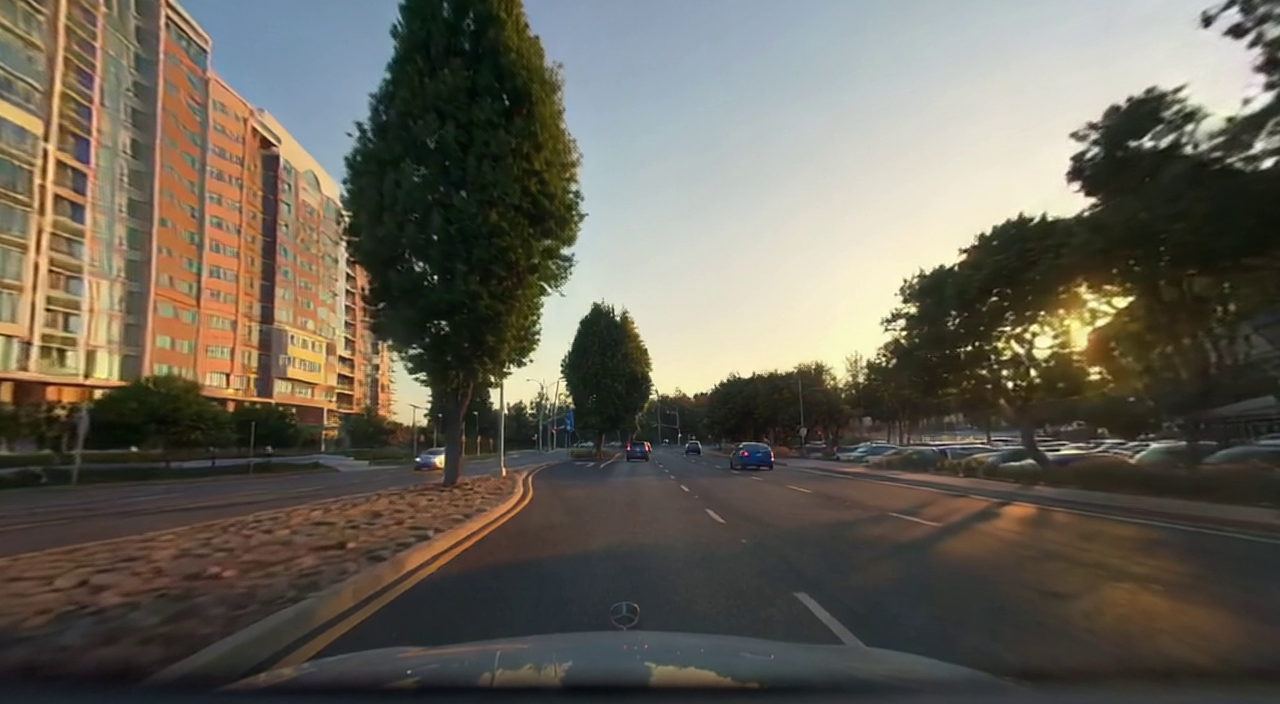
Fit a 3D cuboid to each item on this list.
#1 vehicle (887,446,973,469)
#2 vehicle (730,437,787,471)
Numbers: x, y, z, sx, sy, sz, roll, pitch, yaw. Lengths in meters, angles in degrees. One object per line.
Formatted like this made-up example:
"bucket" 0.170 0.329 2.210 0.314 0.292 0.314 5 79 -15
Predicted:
"vehicle" 19.069 6.951 41.536 4.683 1.462 1.995 0 -9 0
"vehicle" 6.556 5.713 35.422 2.136 1.799 4.796 0 -9 -2
